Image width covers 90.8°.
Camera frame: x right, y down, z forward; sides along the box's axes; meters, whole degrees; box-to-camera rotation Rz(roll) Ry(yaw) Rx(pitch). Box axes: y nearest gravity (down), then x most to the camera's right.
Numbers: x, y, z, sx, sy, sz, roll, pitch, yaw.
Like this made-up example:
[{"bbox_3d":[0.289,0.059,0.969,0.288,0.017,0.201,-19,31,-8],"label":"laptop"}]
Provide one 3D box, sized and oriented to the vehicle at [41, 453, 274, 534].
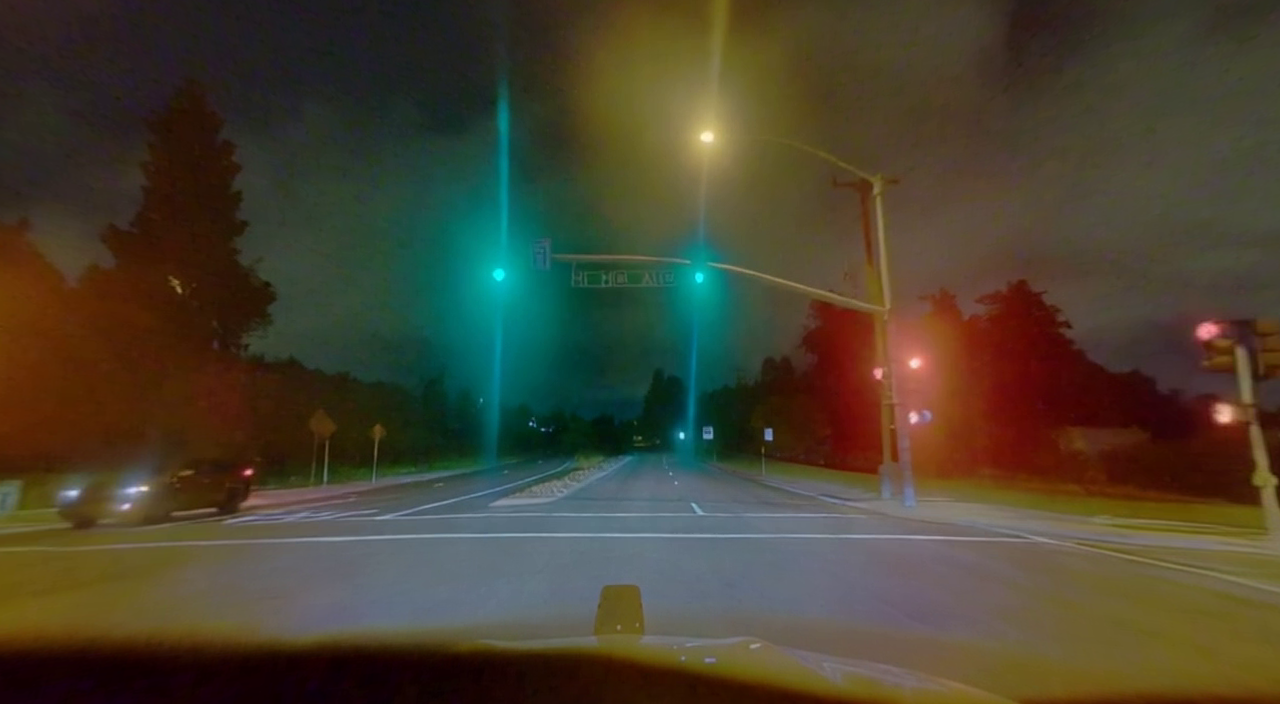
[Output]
[{"bbox_3d":[-10.551,3.066,14.341,1.983,1.482,4.190,0,-9,0],"label":"vehicle"}]
